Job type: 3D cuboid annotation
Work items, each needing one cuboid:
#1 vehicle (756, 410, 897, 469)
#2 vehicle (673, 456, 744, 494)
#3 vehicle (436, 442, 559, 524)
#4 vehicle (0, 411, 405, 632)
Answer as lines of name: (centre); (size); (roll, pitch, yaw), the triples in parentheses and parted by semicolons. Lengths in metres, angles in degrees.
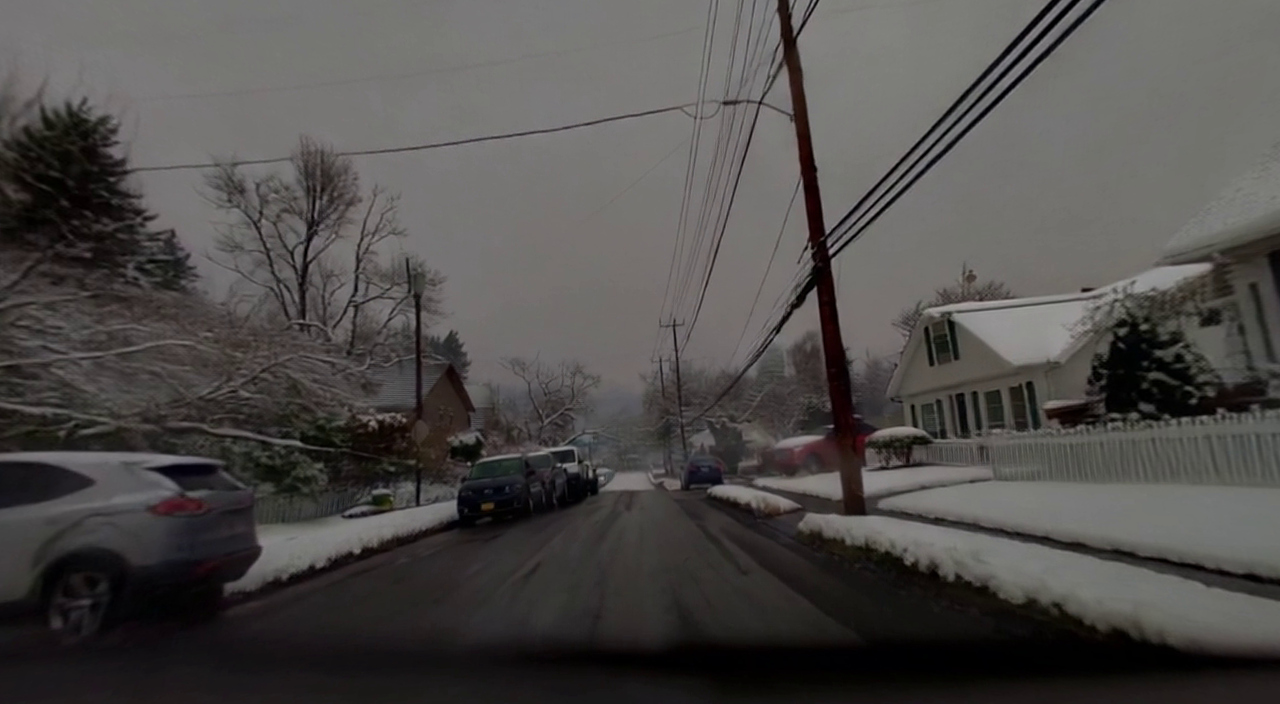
vehicle: (6.374, 3.022, 21.951); (4.249, 1.905, 1.904); (0, -8, -3)
vehicle: (3.122, 5.586, 29.008); (3.005, 1.535, 4.025); (-1, -8, 6)
vehicle: (-3.113, 2.937, 14.889); (2.081, 1.589, 4.691); (0, -8, -3)
vehicle: (-4.995, 1.518, 5.972); (4.537, 1.595, 2.471); (1, -13, -2)
